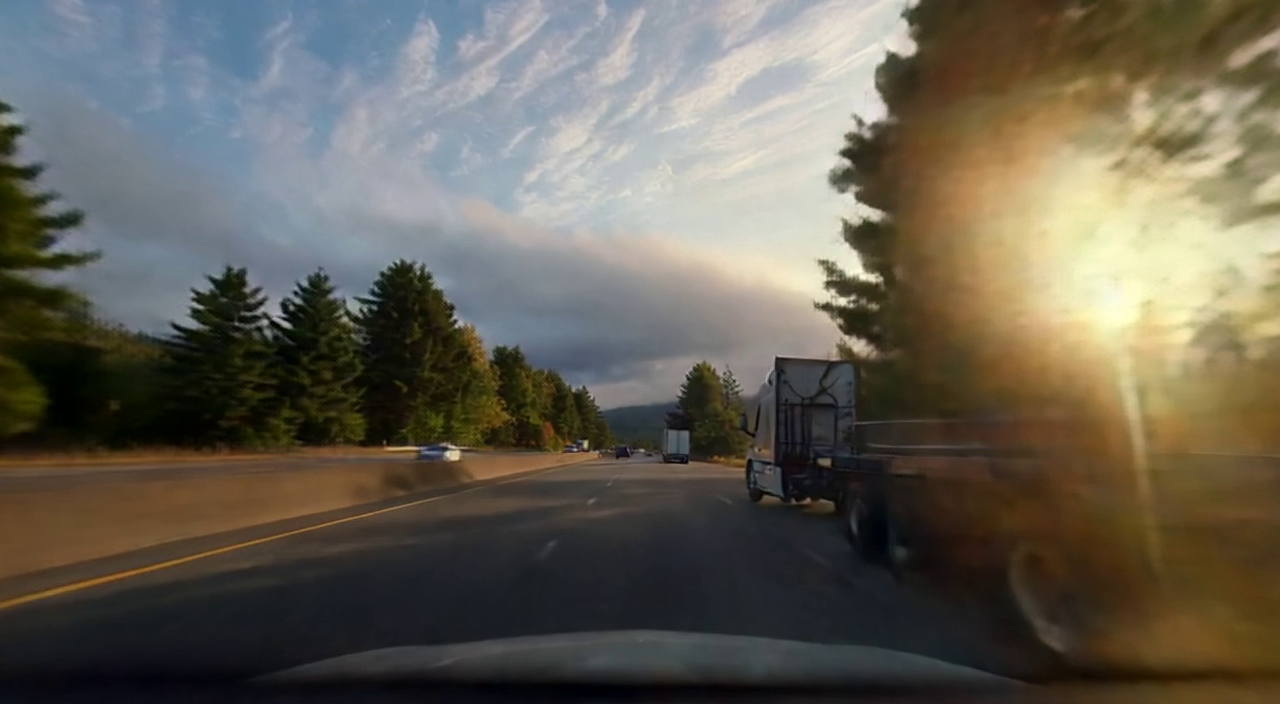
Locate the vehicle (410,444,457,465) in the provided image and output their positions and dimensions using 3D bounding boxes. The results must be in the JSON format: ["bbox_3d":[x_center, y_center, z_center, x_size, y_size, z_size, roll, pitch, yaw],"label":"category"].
[{"bbox_3d":[-15.059,7.503,46.175,1.855,1.494,4.724,0,-9,0],"label":"vehicle"}]

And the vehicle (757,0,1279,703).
[{"bbox_3d":[4.153,0.526,7.684,2.950,4.033,13.276,0,-9,0],"label":"vehicle"}]
